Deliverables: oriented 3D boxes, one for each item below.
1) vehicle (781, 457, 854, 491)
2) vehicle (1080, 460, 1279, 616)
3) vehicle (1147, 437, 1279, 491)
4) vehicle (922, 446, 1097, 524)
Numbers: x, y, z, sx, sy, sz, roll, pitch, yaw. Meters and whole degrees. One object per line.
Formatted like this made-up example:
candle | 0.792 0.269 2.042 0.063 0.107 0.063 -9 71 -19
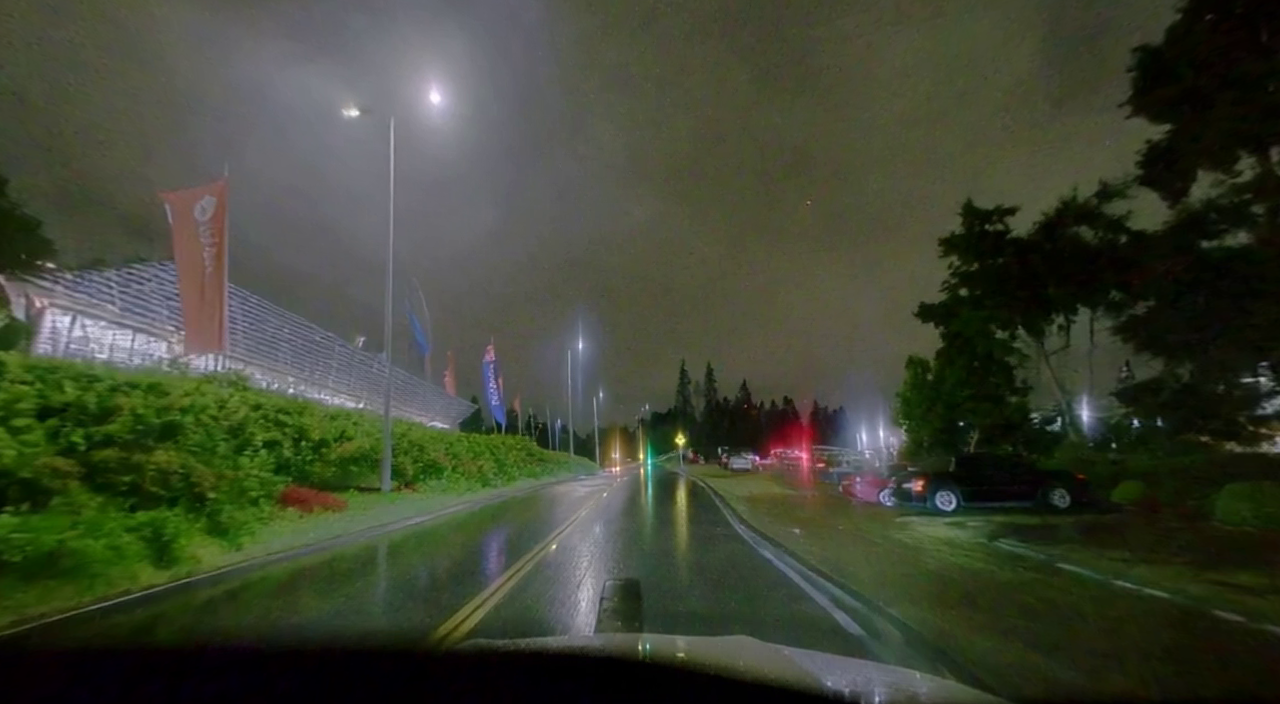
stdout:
vehicle | 8.378 5.775 30.068 1.981 1.471 3.636 2 -9 -9
vehicle | 8.433 2.390 8.544 3.441 1.404 1.744 -7 -6 0
vehicle | 18.460 3.500 19.954 1.807 1.547 3.443 0 -9 1
vehicle | 9.192 3.231 15.703 3.519 1.503 1.912 1 -6 -22
